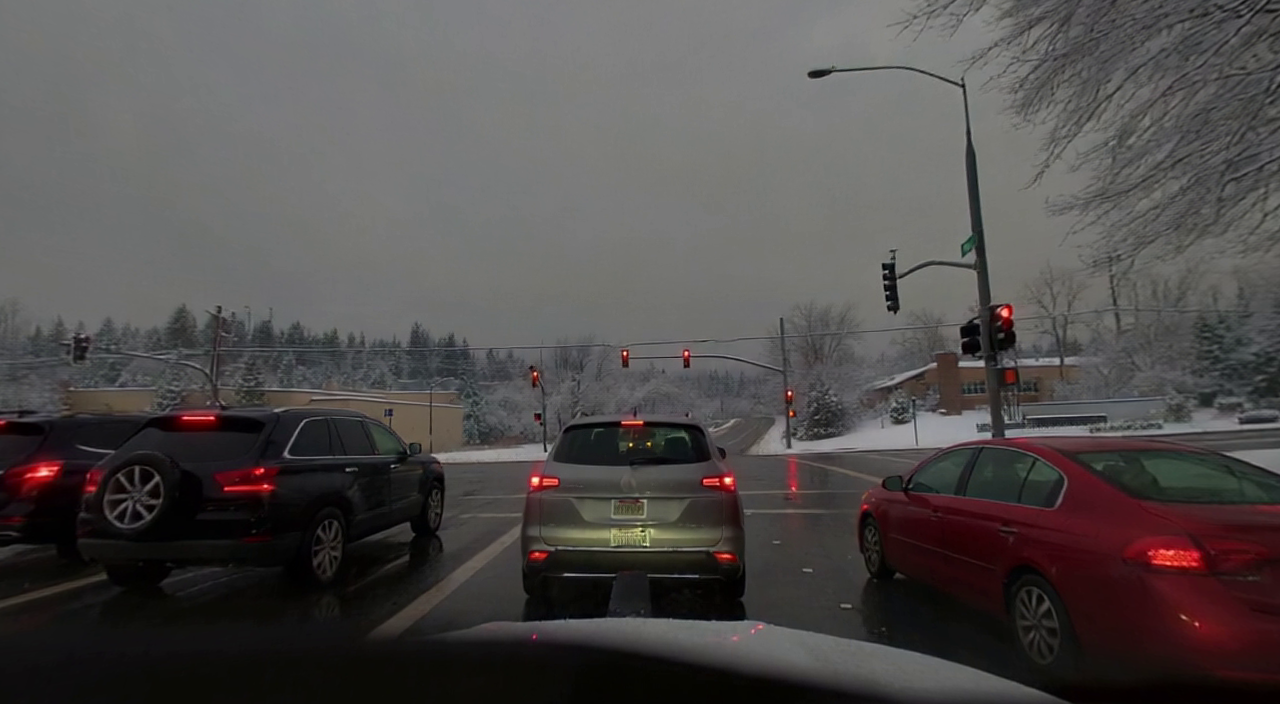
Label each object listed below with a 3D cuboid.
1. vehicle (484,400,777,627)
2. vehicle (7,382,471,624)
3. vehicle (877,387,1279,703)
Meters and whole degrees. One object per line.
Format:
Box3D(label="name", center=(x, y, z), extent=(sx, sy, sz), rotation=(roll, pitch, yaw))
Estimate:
Box3D(label="vehicle", center=(-0.046, 1.402, 6.307), extent=(2.047, 1.579, 3.642), rotation=(0, -8, 1))
Box3D(label="vehicle", center=(-3.554, 1.422, 6.856), extent=(2.014, 1.755, 4.360), rotation=(0, -8, 3))
Box3D(label="vehicle", center=(3.592, 1.201, 4.607), extent=(2.010, 1.486, 4.498), rotation=(0, -8, 1))
